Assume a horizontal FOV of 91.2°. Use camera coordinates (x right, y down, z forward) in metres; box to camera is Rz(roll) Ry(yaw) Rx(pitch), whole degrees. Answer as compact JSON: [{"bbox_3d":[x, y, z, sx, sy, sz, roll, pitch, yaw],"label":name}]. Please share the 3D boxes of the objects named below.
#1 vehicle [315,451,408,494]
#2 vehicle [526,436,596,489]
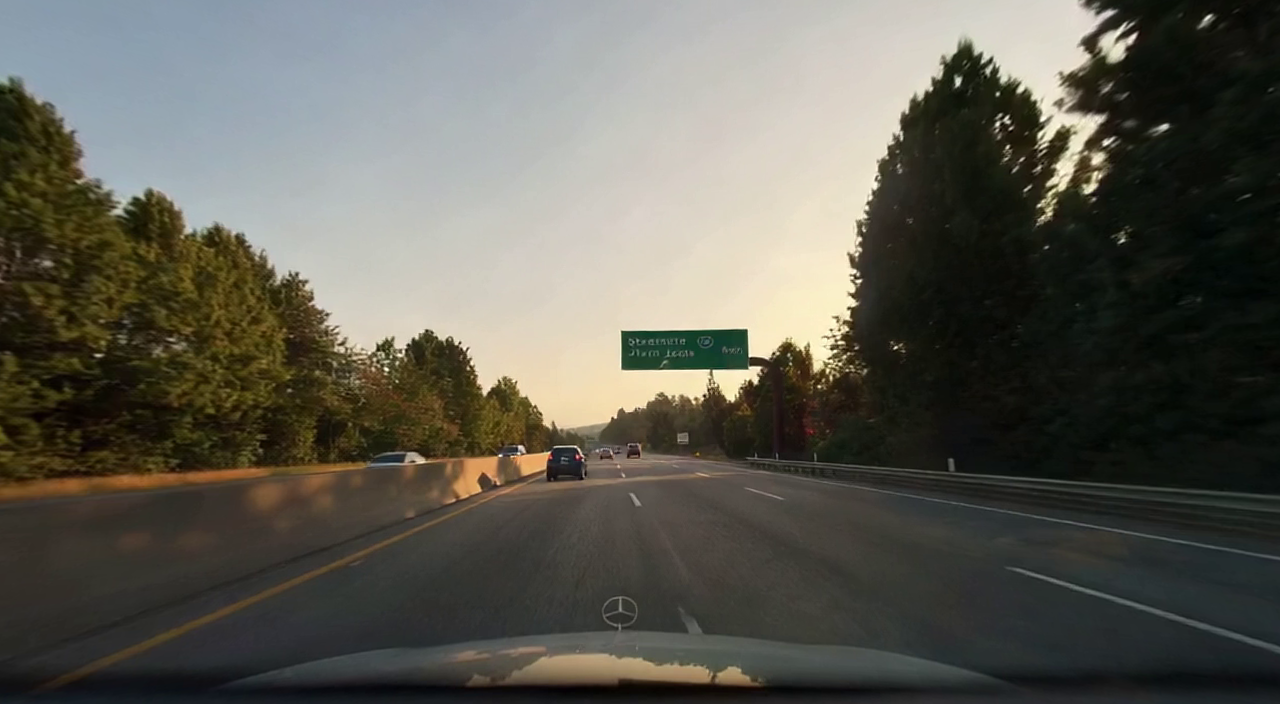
[{"bbox_3d":[-11.188,4.842,25.561,1.909,1.502,4.422,0,-9,-2],"label":"vehicle"},{"bbox_3d":[-2.748,3.972,22.830,2.151,1.693,4.201,0,-9,-2],"label":"vehicle"}]
